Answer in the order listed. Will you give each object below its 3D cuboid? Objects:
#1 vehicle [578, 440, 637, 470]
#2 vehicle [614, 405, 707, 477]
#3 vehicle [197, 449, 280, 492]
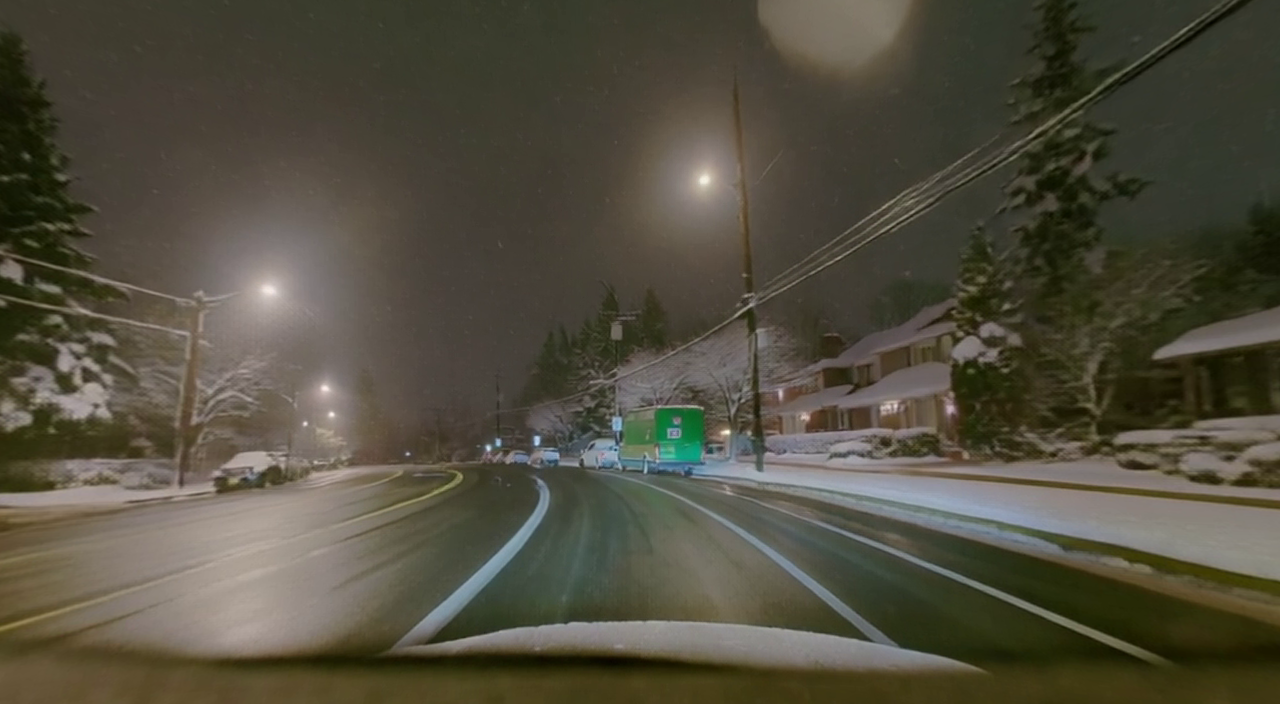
[{"bbox_3d":[-2.347,6.970,42.880,2.251,1.868,6.178,3,-9,-20],"label":"vehicle"},{"bbox_3d":[0.832,4.765,33.384,2.918,3.319,7.595,2,-9,-14],"label":"vehicle"},{"bbox_3d":[-18.795,5.511,29.644,1.976,1.797,4.249,2,-9,-15],"label":"vehicle"}]
